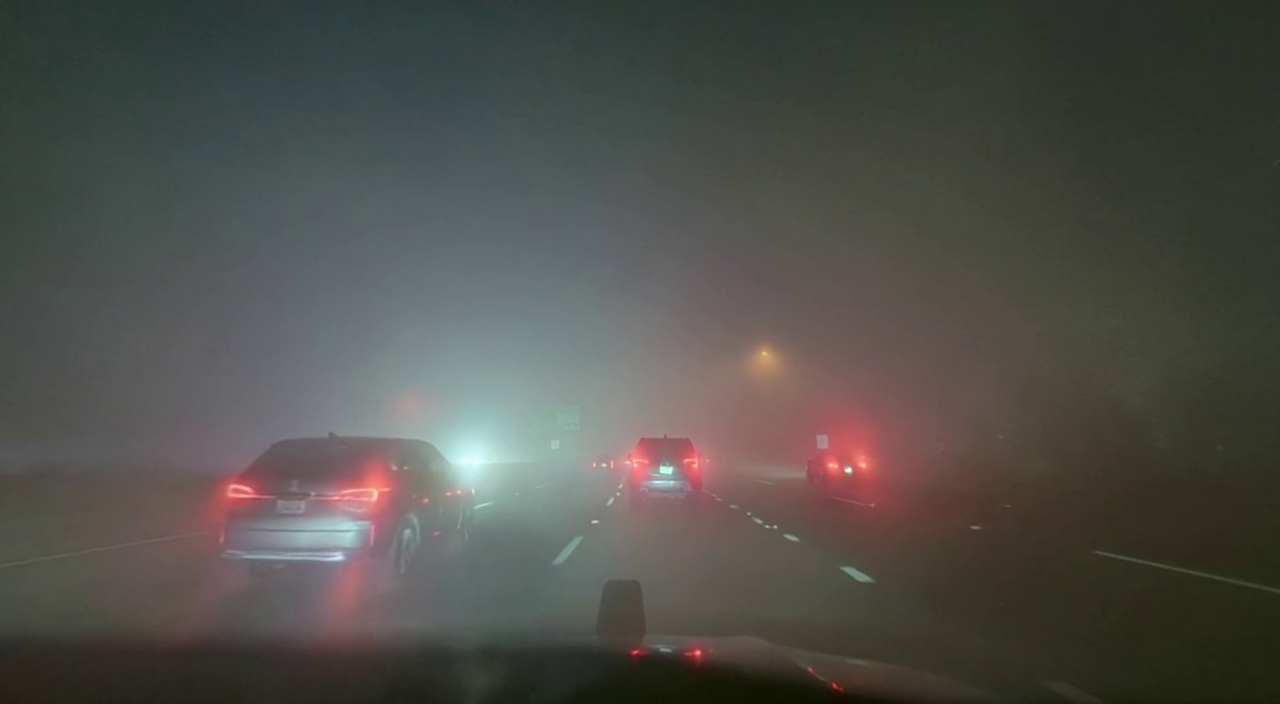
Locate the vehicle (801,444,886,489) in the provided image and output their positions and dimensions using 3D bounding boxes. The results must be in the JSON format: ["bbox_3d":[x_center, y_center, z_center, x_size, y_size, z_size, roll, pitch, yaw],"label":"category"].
[{"bbox_3d":[8.786,4.984,27.611,2.133,1.770,4.537,0,-9,-1],"label":"vehicle"}]

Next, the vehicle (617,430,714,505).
[{"bbox_3d":[0.697,3.733,20.685,2.732,2.065,5.826,0,-9,0],"label":"vehicle"}]

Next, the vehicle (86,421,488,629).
[{"bbox_3d":[-3.348,1.726,7.182,2.099,1.640,4.134,-1,-9,1],"label":"vehicle"}]
